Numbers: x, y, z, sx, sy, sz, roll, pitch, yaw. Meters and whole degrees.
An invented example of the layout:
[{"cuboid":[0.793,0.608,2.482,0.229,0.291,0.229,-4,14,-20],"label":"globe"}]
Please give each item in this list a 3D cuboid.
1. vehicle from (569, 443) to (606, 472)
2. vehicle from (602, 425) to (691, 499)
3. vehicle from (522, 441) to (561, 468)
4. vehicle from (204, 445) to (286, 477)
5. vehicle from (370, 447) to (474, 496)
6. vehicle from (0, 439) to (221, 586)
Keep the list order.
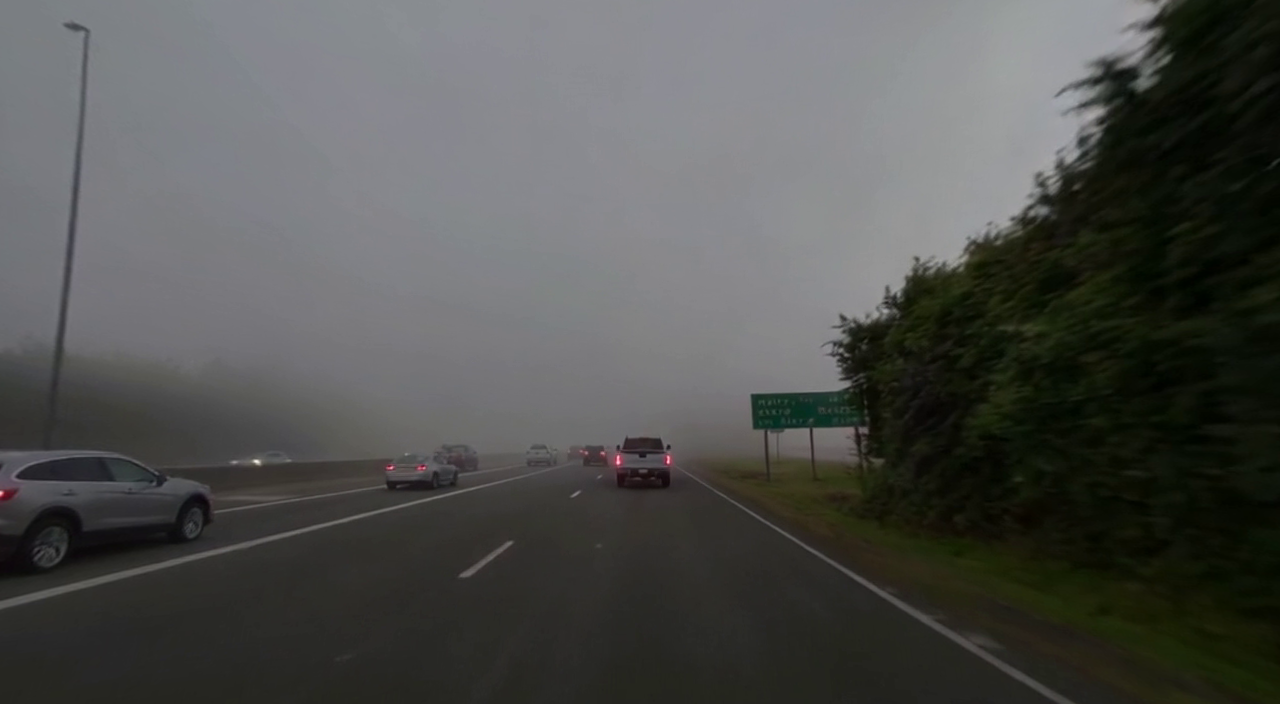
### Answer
[{"cuboid":[-3.209,6.549,39.362,1.952,1.649,4.131,0,-9,1],"label":"vehicle"},{"cuboid":[0.183,3.003,17.439,2.152,1.779,3.924,0,-9,1],"label":"vehicle"},{"cuboid":[-7.226,7.593,46.799,2.106,1.816,4.936,0,-9,0],"label":"vehicle"},{"cuboid":[-24.808,6.847,39.812,2.180,1.827,4.563,0,-9,0],"label":"vehicle"},{"cuboid":[-7.099,3.907,21.019,1.869,1.466,4.217,0,-9,1],"label":"vehicle"},{"cuboid":[-7.358,1.785,7.432,1.864,1.458,4.295,0,-9,0],"label":"vehicle"}]
